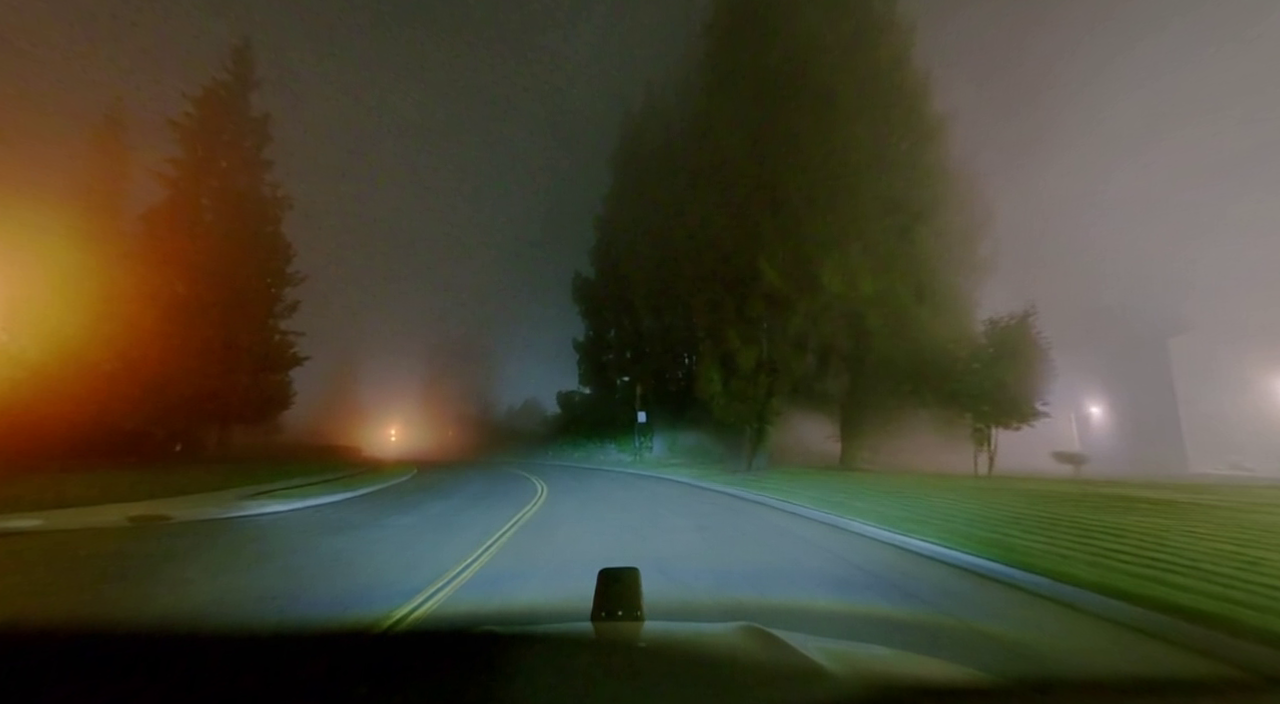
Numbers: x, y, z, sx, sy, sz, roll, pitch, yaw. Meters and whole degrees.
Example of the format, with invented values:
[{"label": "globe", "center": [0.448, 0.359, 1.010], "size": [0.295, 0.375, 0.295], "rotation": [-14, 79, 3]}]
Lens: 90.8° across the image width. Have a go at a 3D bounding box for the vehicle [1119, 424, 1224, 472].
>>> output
[{"label": "vehicle", "center": [31.972, 5.778, 38.139], "size": [2.572, 2.692, 3.848], "rotation": [3, -9, -19]}]
